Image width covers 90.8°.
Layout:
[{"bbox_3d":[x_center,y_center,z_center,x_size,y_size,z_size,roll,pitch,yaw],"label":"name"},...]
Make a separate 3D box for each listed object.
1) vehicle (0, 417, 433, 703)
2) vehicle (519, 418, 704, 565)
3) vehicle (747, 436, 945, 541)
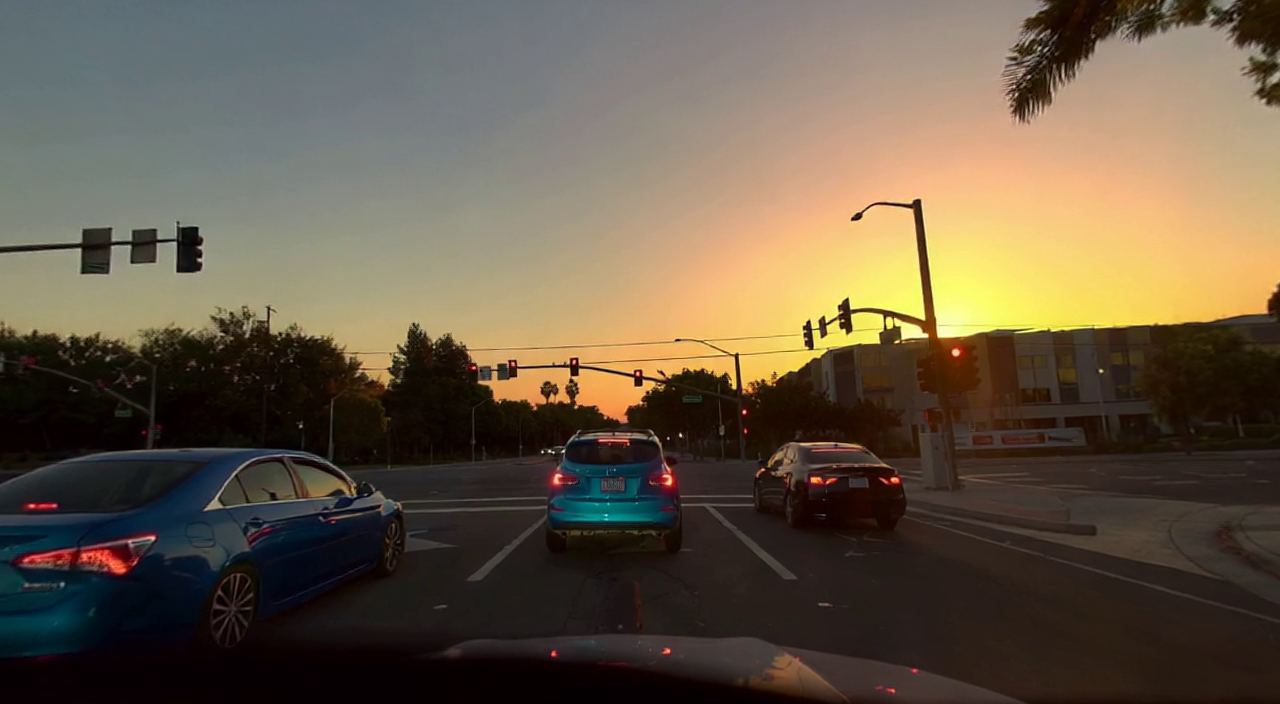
[{"bbox_3d":[-3.580,1.408,5.504,2.052,1.472,4.479,0,-8,0],"label":"vehicle"},{"bbox_3d":[-0.347,1.830,8.975,2.038,1.599,3.844,0,-8,-1],"label":"vehicle"},{"bbox_3d":[3.293,2.260,11.189,1.970,1.449,4.433,0,-8,-1],"label":"vehicle"}]
